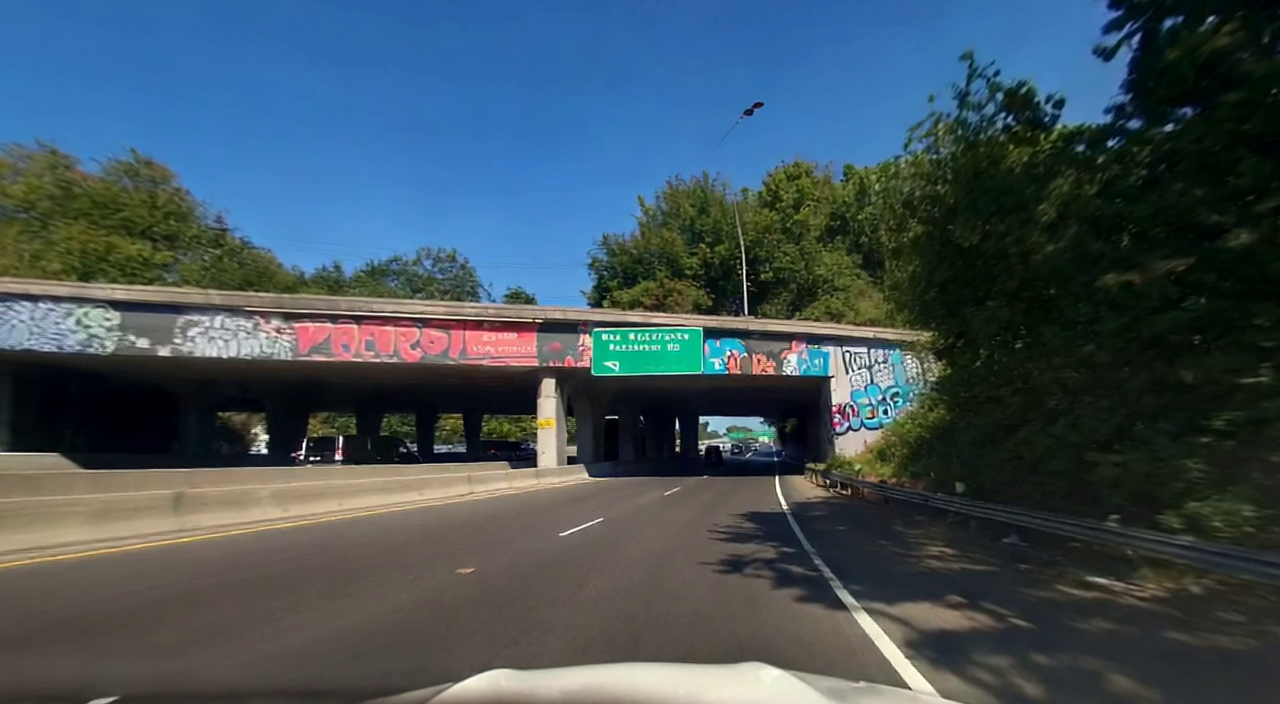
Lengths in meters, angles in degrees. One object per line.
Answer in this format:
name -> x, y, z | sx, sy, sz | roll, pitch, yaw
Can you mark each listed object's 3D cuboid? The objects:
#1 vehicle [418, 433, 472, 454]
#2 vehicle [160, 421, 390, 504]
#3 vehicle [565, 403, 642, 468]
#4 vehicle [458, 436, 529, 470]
vehicle -> -14.440, 6.857, 46.935 | 1.833, 1.452, 4.450 | -1, -9, 12
vehicle -> -8.126, 2.505, 14.688 | 1.979, 1.600, 4.516 | -2, -9, 13
vehicle -> -2.262, 5.838, 43.811 | 2.942, 3.975, 9.515 | -2, -9, 12
vehicle -> -7.906, 5.482, 34.432 | 1.962, 1.731, 4.523 | -2, -9, 12
